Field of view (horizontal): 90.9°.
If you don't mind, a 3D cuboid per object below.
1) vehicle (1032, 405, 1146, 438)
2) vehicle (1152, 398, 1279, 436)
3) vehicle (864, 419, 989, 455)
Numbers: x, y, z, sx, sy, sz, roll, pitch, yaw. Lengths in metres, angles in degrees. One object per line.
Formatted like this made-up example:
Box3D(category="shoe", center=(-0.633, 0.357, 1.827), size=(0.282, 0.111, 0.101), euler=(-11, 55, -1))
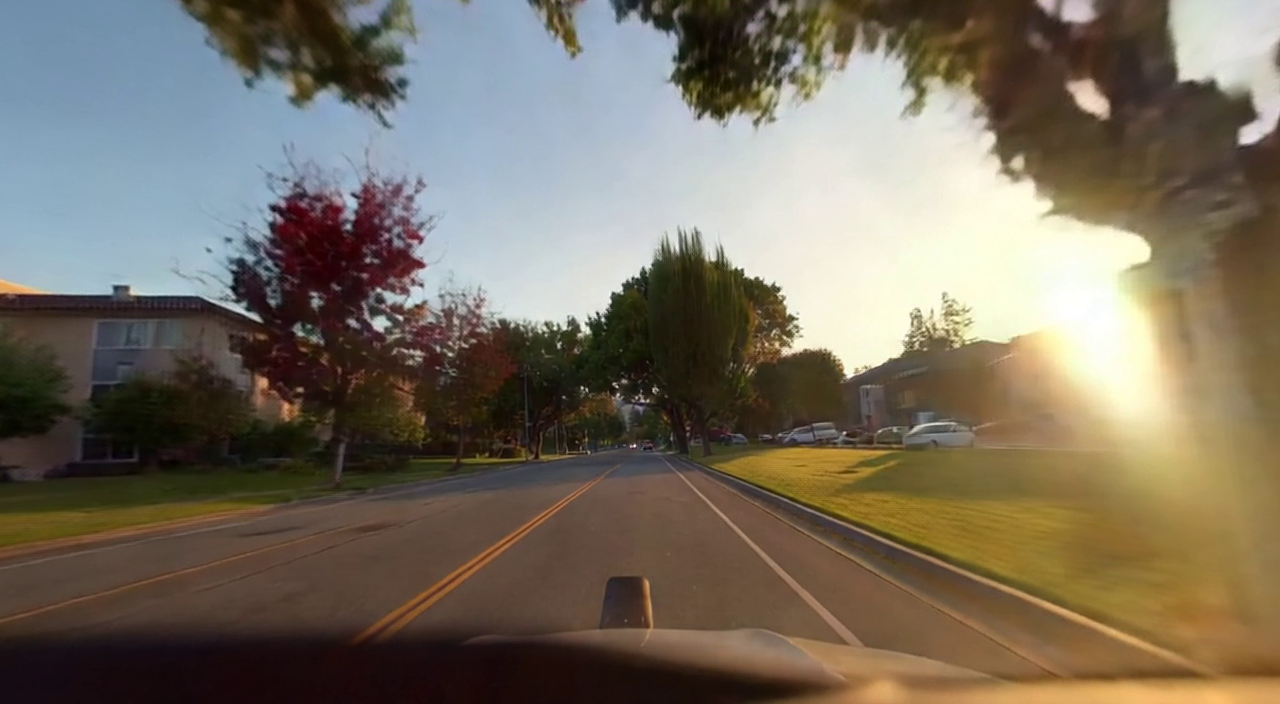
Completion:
Box3D(category="vehicle", center=(25.773, 4.033, 36.284), size=(4.864, 1.797, 2.150), euler=(0, -8, 1))
Box3D(category="vehicle", center=(25.764, 2.888, 27.732), size=(4.519, 1.584, 2.108), euler=(0, -9, 0))
Box3D(category="vehicle", center=(12.688, 3.810, 28.126), size=(4.529, 1.490, 2.168), euler=(1, -9, -6))
